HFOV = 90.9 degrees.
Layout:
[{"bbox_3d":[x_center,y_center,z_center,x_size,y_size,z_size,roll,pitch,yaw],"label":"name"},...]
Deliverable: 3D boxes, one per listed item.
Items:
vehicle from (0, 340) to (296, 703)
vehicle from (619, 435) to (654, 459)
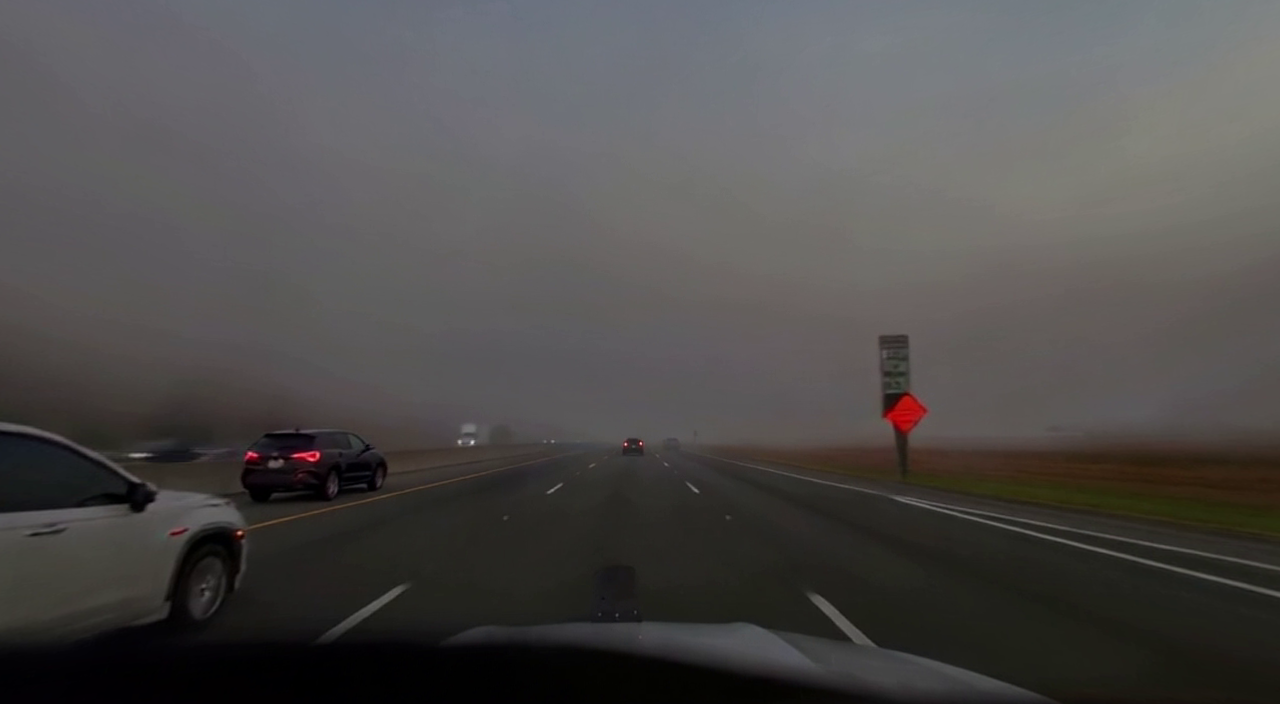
[{"bbox_3d":[-3.808,0.819,2.799,2.070,1.703,4.452,0,-8,-1],"label":"vehicle"},{"bbox_3d":[-0.223,6.126,40.751,2.140,1.475,3.969,0,-8,-1],"label":"vehicle"}]
